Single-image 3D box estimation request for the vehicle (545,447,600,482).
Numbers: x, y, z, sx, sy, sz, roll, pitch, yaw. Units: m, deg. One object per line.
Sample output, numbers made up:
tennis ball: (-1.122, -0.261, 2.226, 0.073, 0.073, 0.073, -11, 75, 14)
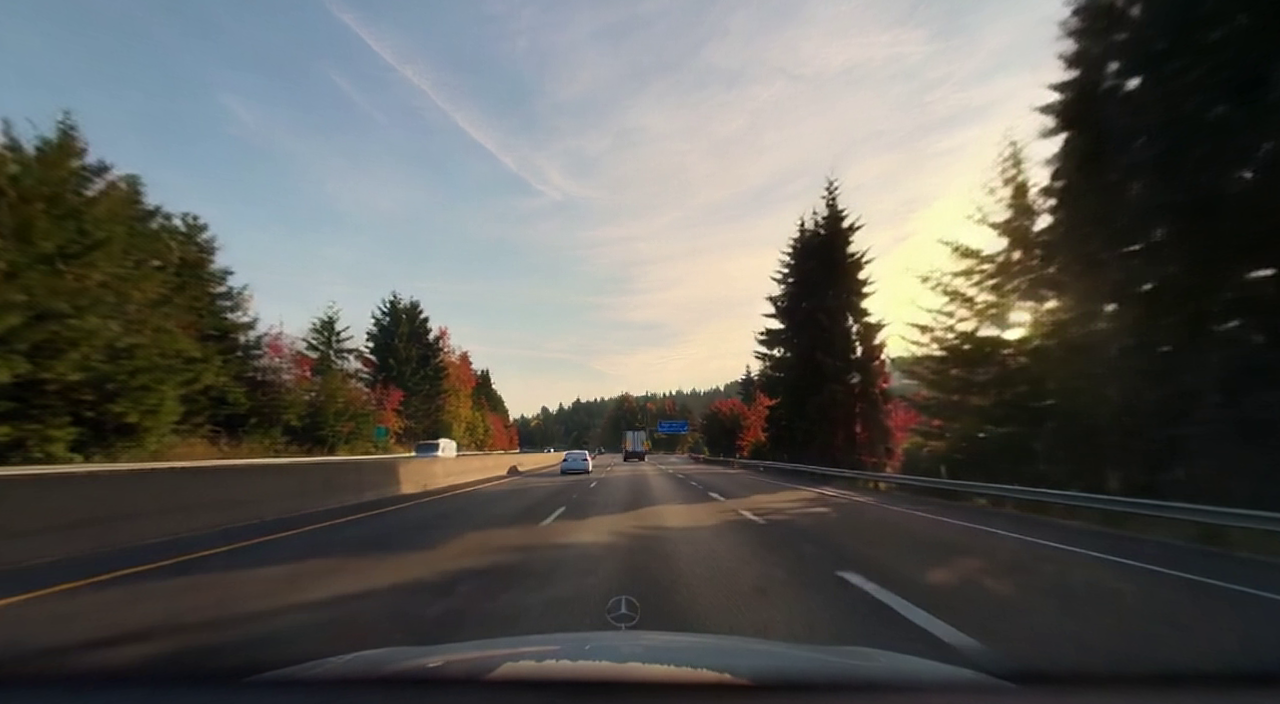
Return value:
vehicle: (-3.226, 5.477, 31.067, 2.184, 1.574, 5.004, 0, -9, -1)
